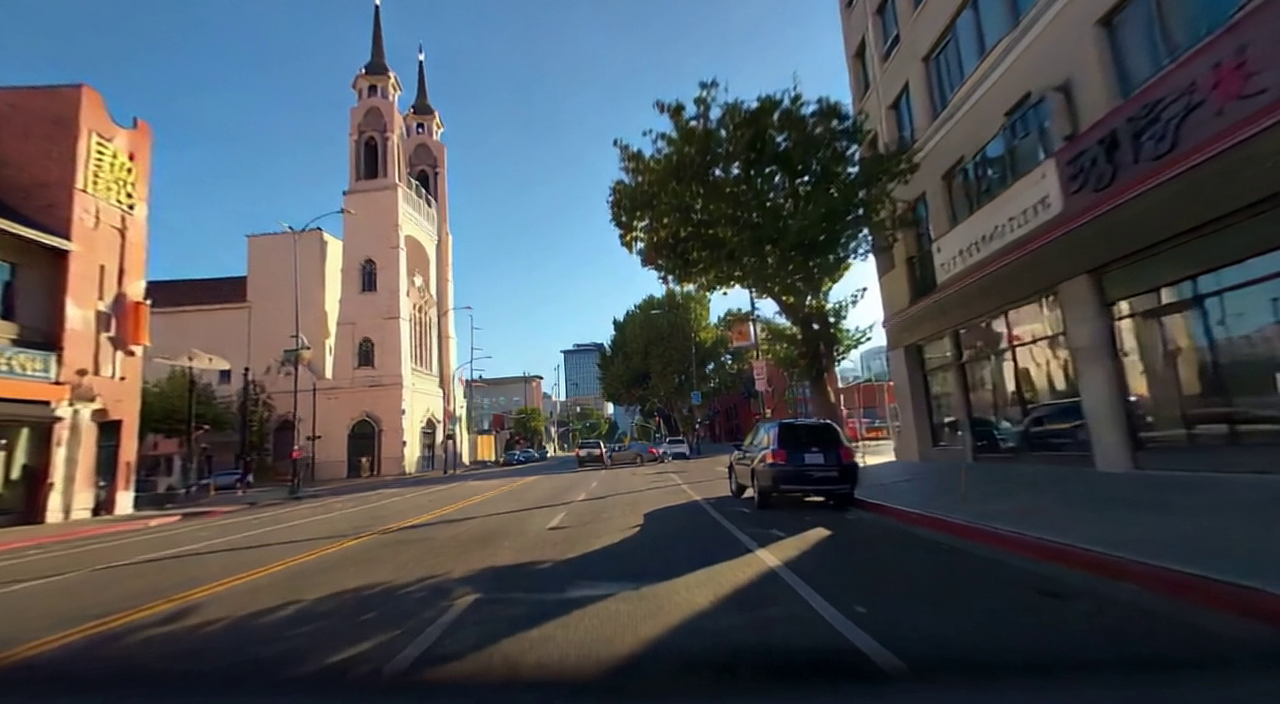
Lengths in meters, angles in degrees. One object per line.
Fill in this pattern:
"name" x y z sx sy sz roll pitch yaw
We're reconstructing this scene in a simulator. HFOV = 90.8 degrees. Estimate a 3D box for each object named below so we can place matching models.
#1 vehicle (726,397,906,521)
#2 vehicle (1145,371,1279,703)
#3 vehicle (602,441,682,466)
"vehicle" 3.319 2.202 13.407 2.269 2.046 5.649 0 -8 1
"vehicle" 3.420 0.698 0.582 1.963 1.862 4.724 -3 -8 1
"vehicle" 0.117 6.292 39.198 4.620 1.476 1.881 5 -10 -29
